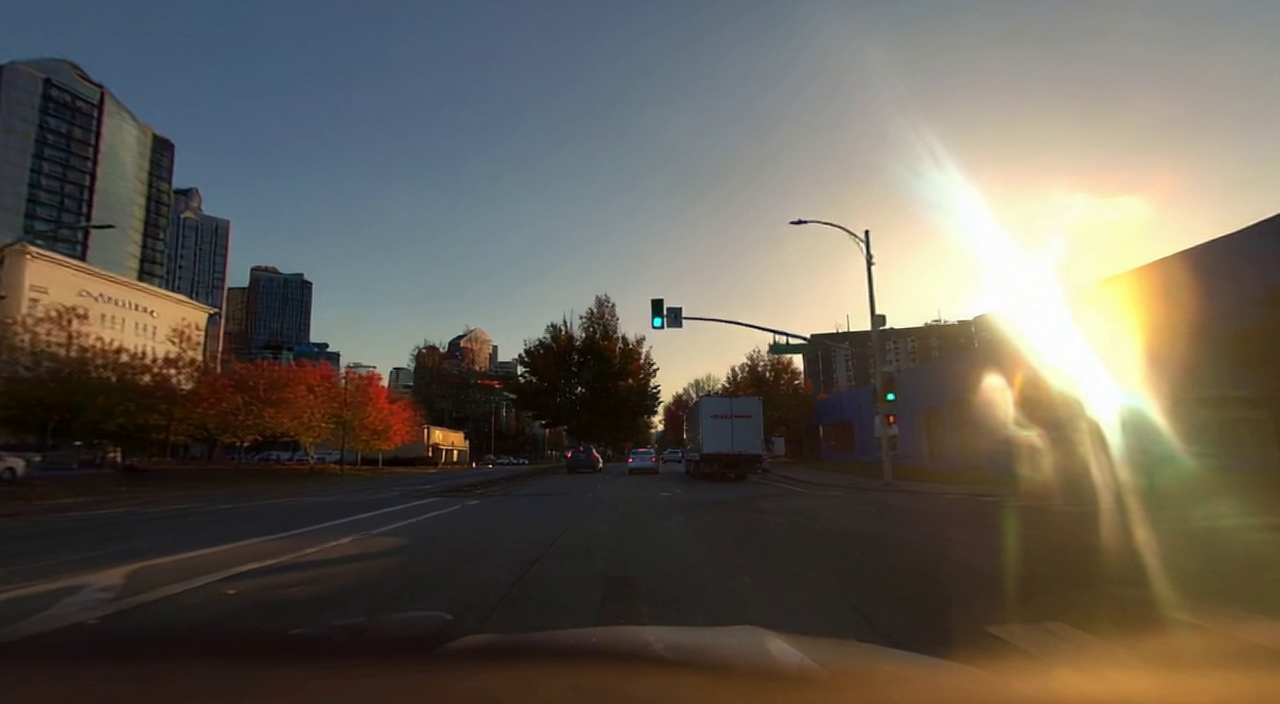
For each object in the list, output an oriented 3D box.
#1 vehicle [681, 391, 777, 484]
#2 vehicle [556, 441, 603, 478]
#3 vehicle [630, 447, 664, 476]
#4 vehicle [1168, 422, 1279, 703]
[{"bbox_3d":[3.902,4.223,30.612,3.003,3.680,10.684,0,-9,-1],"label":"vehicle"},{"bbox_3d":[-3.314,5.954,35.184,2.035,1.867,4.607,-1,-9,2],"label":"vehicle"},{"bbox_3d":[0.407,6.211,35.958,1.846,1.528,4.348,0,-9,1],"label":"vehicle"},{"bbox_3d":[3.689,0.726,0.731,1.915,1.449,4.970,0,-9,1],"label":"vehicle"}]
